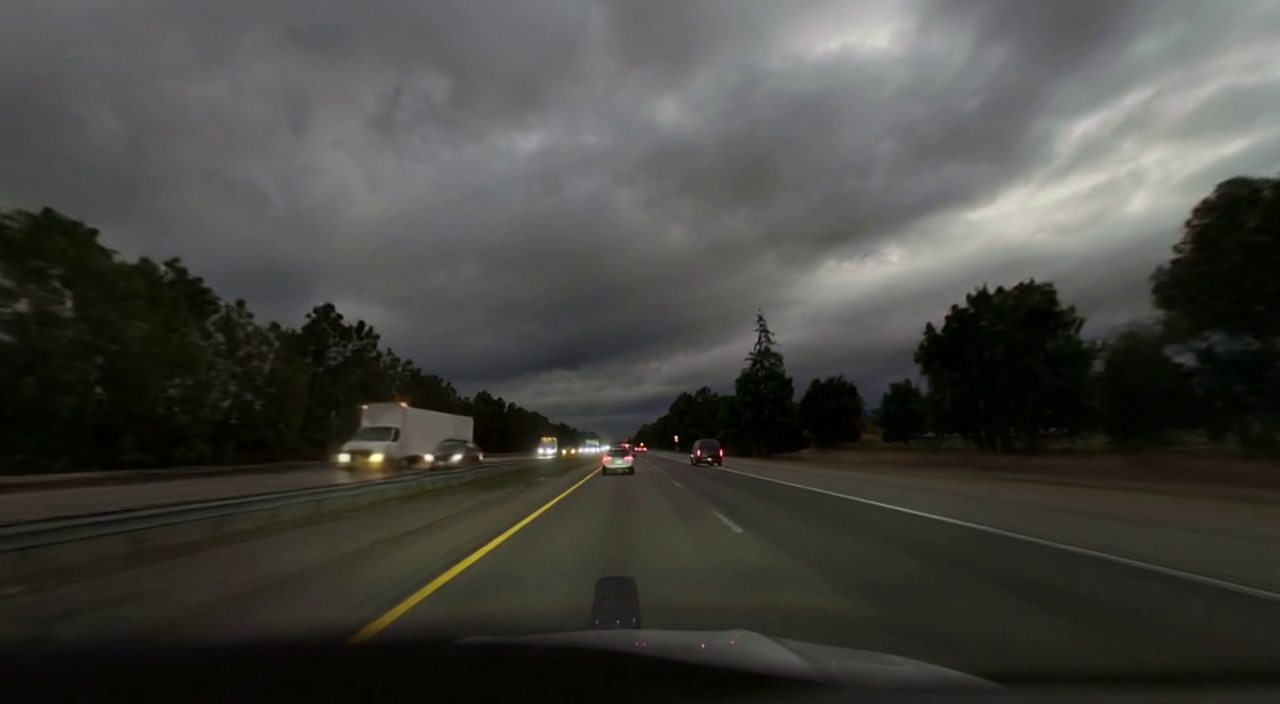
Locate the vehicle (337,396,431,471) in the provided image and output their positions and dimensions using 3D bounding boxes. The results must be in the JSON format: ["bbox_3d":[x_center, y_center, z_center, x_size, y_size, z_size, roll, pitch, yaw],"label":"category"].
[{"bbox_3d":[-14.977,4.927,37.278,3.001,4.045,6.029,0,-9,-1],"label":"vehicle"}]

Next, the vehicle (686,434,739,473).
[{"bbox_3d":[3.824,5.460,33.738,2.179,1.930,4.538,0,-9,-1],"label":"vehicle"}]

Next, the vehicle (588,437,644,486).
[{"bbox_3d":[-0.894,4.209,24.327,1.963,1.711,4.284,0,-9,-1],"label":"vehicle"}]

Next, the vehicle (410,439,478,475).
[{"bbox_3d":[-9.809,5.273,31.711,2.019,1.670,4.493,0,-9,-1],"label":"vehicle"}]
